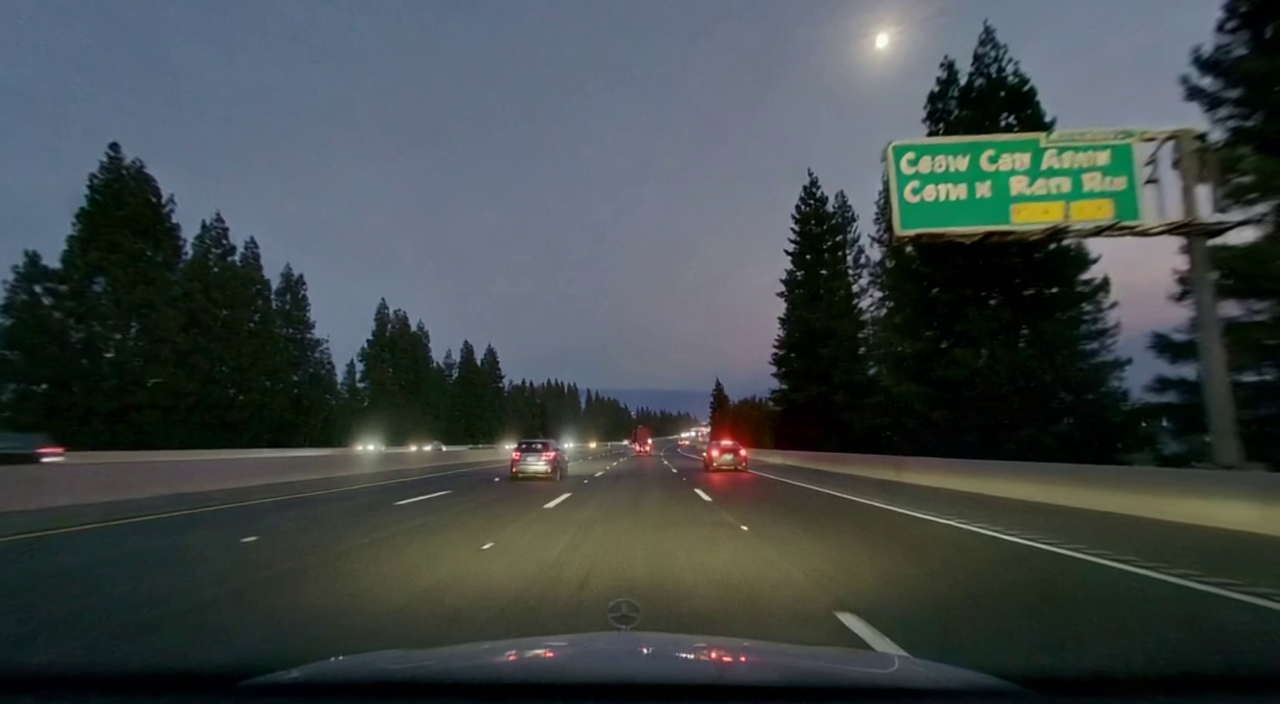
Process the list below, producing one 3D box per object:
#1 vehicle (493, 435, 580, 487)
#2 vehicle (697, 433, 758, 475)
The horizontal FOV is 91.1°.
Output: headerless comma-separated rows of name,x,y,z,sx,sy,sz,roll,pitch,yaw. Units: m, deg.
vehicle,-3.448,3.727,21.769,2.166,1.608,4.297,0,-8,1
vehicle,3.998,4.769,29.485,2.149,1.796,4.487,0,-8,-1
